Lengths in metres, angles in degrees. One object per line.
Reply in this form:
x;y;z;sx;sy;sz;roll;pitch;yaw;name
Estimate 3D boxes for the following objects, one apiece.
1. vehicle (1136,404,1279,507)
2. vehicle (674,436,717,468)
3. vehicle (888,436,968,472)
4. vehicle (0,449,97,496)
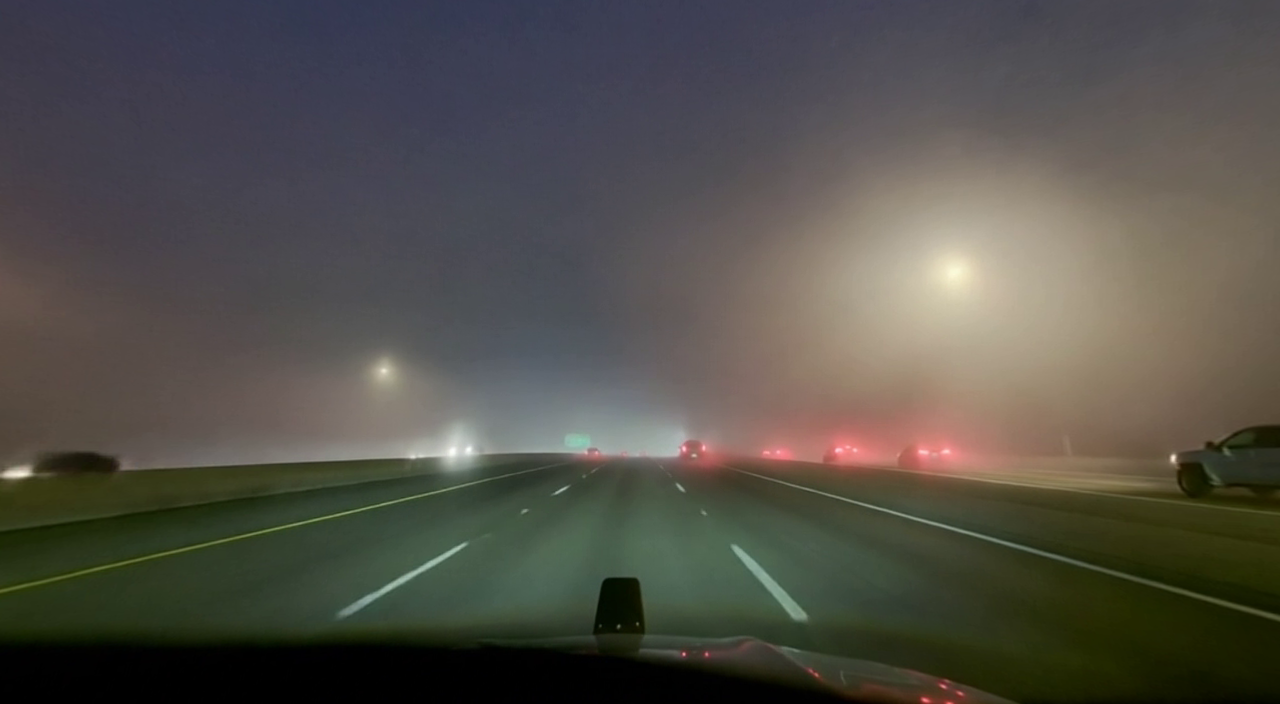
14.612;2.253;13.763;2.442;2.140;6.462;0;-9;2;vehicle
3.292;6.064;38.398;2.147;1.794;4.538;0;-9;-1;vehicle
15.332;5.450;33.863;2.116;1.754;4.727;0;-9;1;vehicle
-21.938;4.091;21.585;2.016;1.535;5.144;0;-9;0;vehicle
